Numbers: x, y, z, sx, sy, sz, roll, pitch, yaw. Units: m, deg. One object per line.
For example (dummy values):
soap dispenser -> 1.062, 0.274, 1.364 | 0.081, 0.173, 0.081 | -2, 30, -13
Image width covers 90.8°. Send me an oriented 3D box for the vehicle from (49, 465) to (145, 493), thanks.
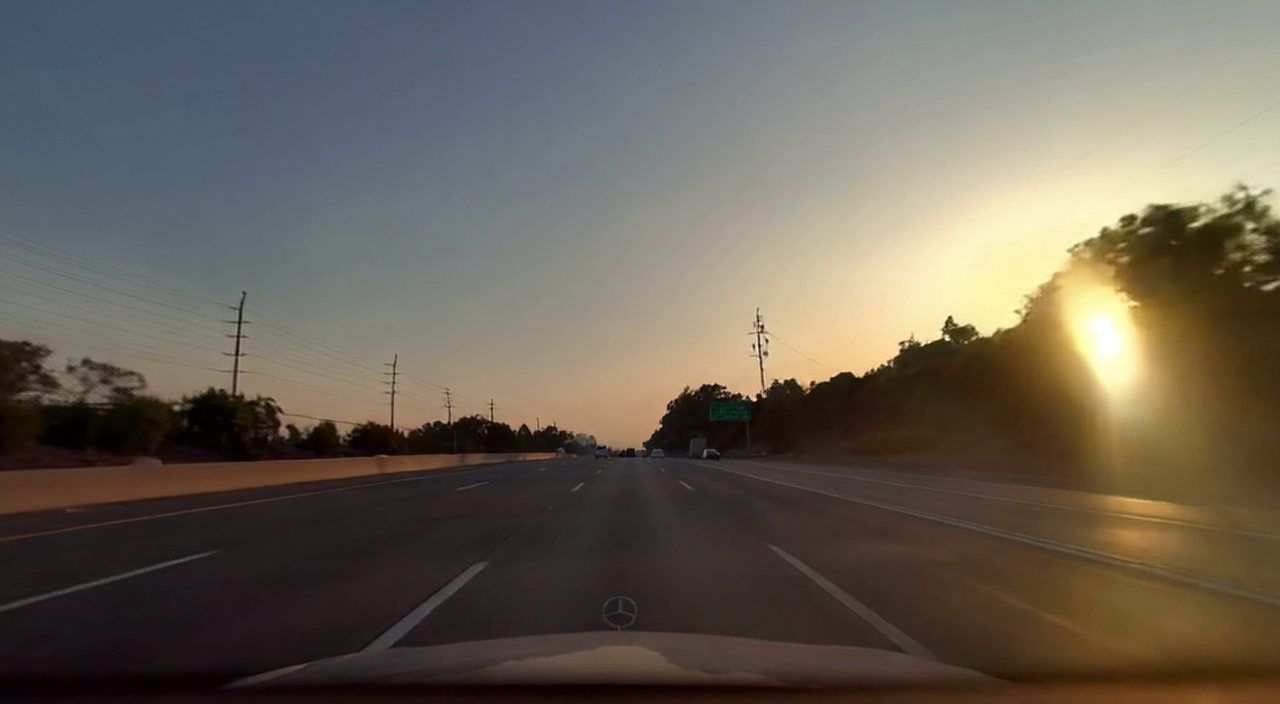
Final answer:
vehicle -> -32.815, 7.661, 38.355 | 1.889, 1.485, 4.477 | 0, -8, -1
